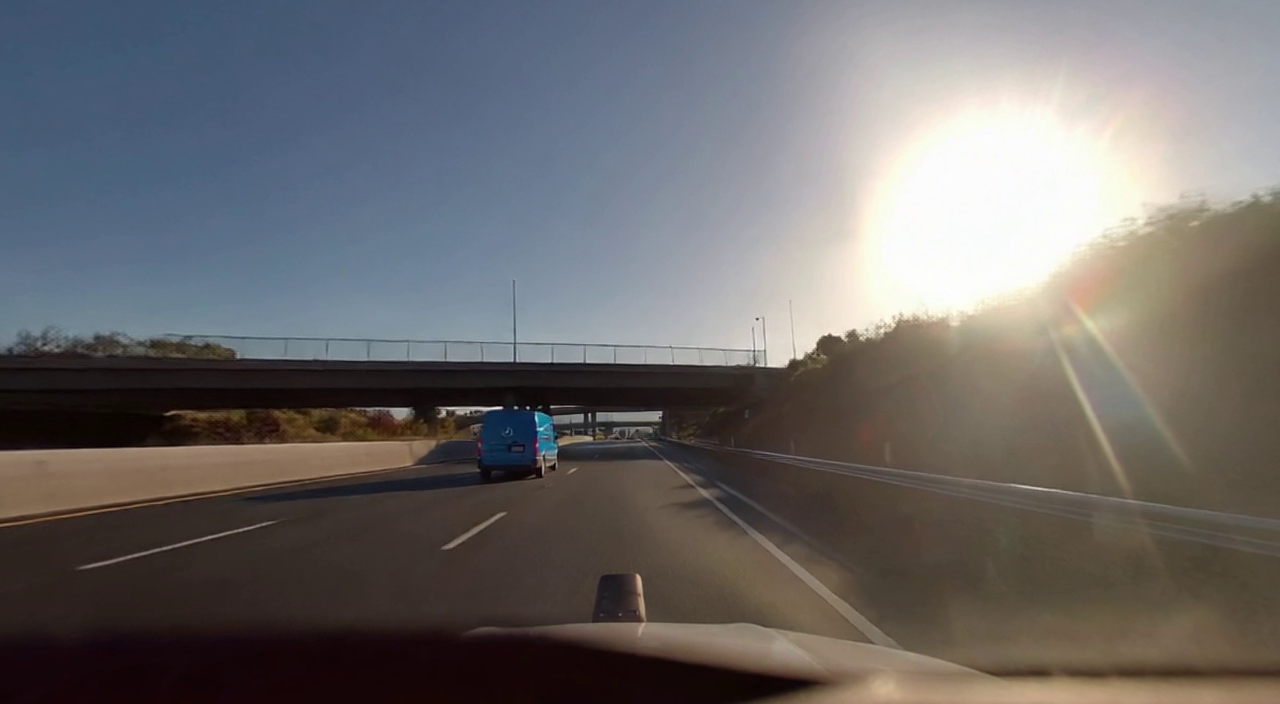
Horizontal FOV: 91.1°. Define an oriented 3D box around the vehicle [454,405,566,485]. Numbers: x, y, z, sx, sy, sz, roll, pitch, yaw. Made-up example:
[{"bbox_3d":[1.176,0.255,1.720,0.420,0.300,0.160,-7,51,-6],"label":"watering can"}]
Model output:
[{"bbox_3d":[-3.639,2.730,18.671,2.309,2.053,4.884,0,-8,0],"label":"vehicle"}]
